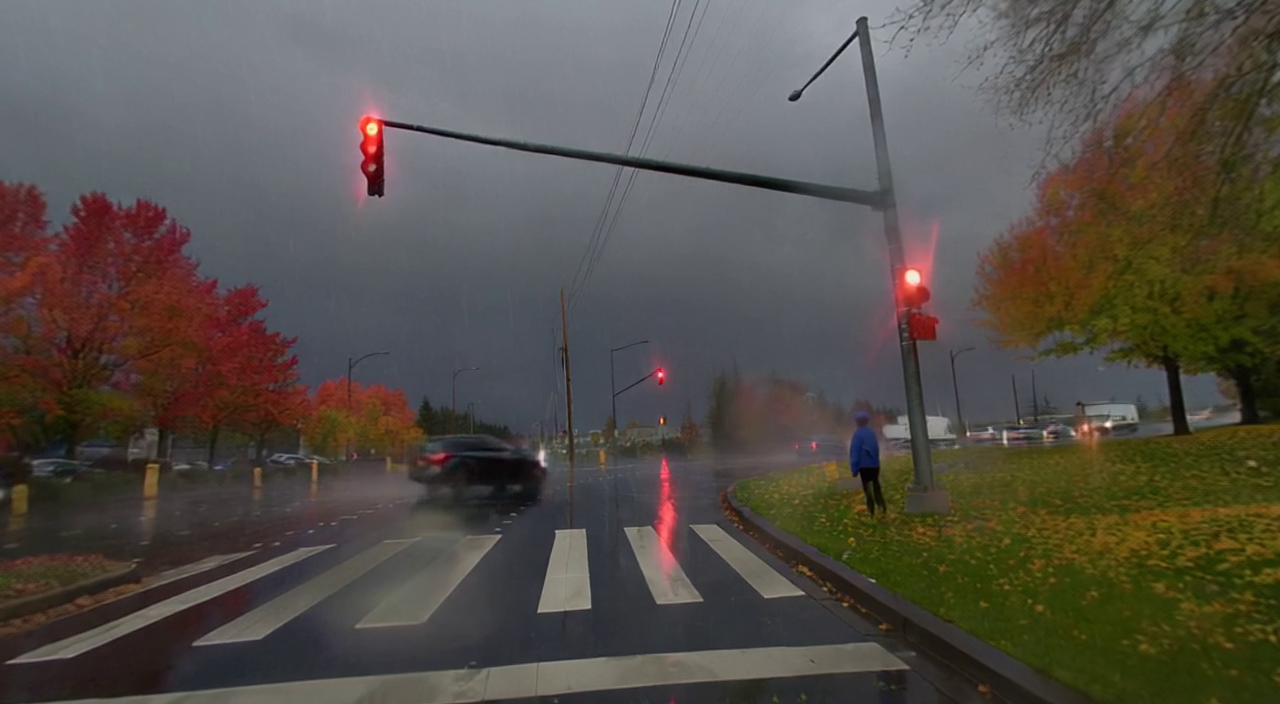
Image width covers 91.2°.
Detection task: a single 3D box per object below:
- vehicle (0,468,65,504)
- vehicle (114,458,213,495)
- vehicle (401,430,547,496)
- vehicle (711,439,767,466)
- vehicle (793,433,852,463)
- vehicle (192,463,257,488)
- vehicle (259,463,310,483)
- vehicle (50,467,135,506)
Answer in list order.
[{"bbox_3d":[-30.327,6.455,30.341,1.800,1.520,3.968,2,-9,-13],"label":"vehicle"},{"bbox_3d":[-27.830,7.269,36.893,2.064,1.913,5.081,0,-9,-4],"label":"vehicle"},{"bbox_3d":[-5.370,3.617,20.756,1.942,1.920,4.263,-8,-11,39],"label":"vehicle"},{"bbox_3d":[6.991,7.014,43.915,1.867,1.743,4.259,-8,-11,39],"label":"vehicle"},{"bbox_3d":[11.879,6.233,40.689,1.988,1.853,4.314,-8,-11,40],"label":"vehicle"},{"bbox_3d":[-28.540,8.482,43.181,1.768,1.465,3.972,0,-9,-1],"label":"vehicle"},{"bbox_3d":[-28.133,9.582,49.741,1.776,1.452,3.920,0,-9,0],"label":"vehicle"},{"bbox_3d":[-25.399,6.220,29.260,1.694,1.528,4.225,3,-9,-23],"label":"vehicle"}]
